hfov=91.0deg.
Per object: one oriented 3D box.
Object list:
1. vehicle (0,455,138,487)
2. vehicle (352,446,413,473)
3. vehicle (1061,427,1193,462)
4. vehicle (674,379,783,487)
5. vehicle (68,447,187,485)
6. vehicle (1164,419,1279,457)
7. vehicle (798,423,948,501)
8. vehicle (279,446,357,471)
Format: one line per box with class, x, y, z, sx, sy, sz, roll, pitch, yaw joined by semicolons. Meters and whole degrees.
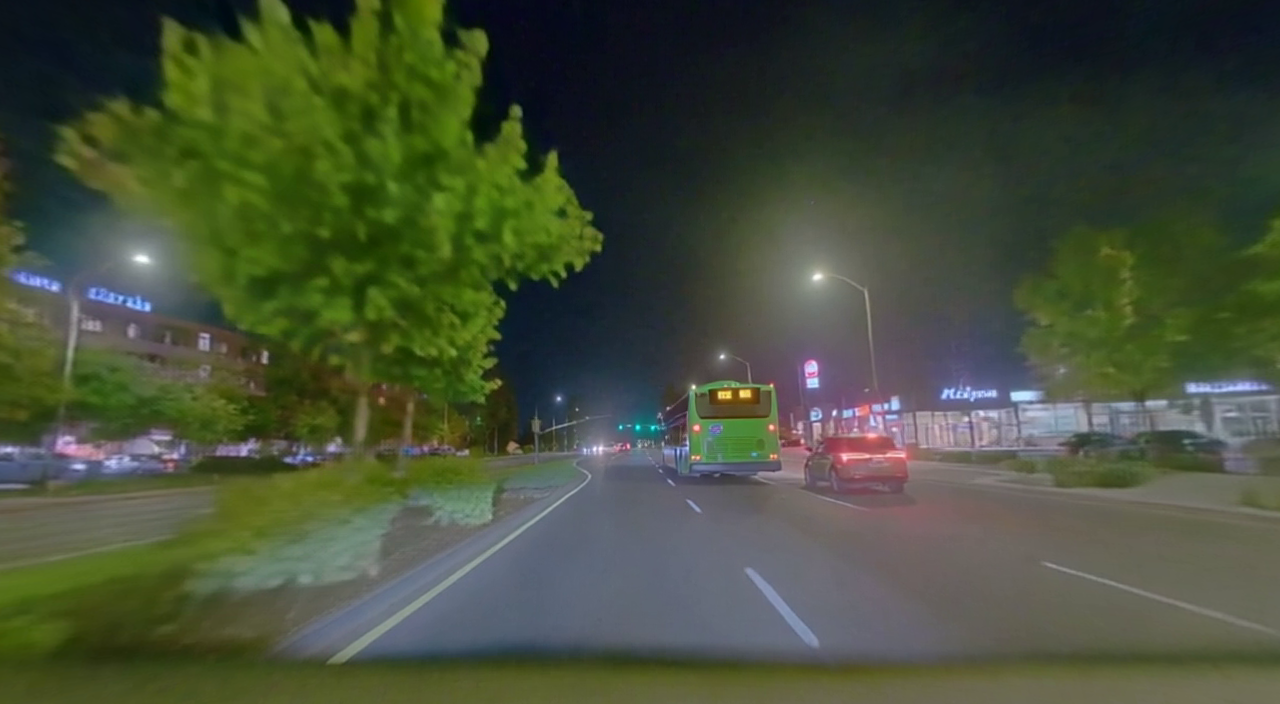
vehicle;-30.885;6.412;34.272;2.314;1.487;5.898;0;-9;-1
vehicle;-19.182;8.003;47.113;2.277;1.764;5.283;-2;-8;1
vehicle;21.891;4.152;28.359;4.589;1.480;1.979;1;-8;-10
vehicle;2.946;3.130;23.956;2.766;3.306;9.281;0;-8;0
vehicle;-28.216;6.250;34.953;2.181;1.901;5.196;0;-8;1
vehicle;27.260;4.000;29.064;4.499;1.685;2.065;2;-9;-9
vehicle;5.927;2.856;16.779;2.129;1.754;4.668;0;-8;-1
vehicle;-25.197;8.321;49.350;4.857;1.846;2.185;0;-8;-2
